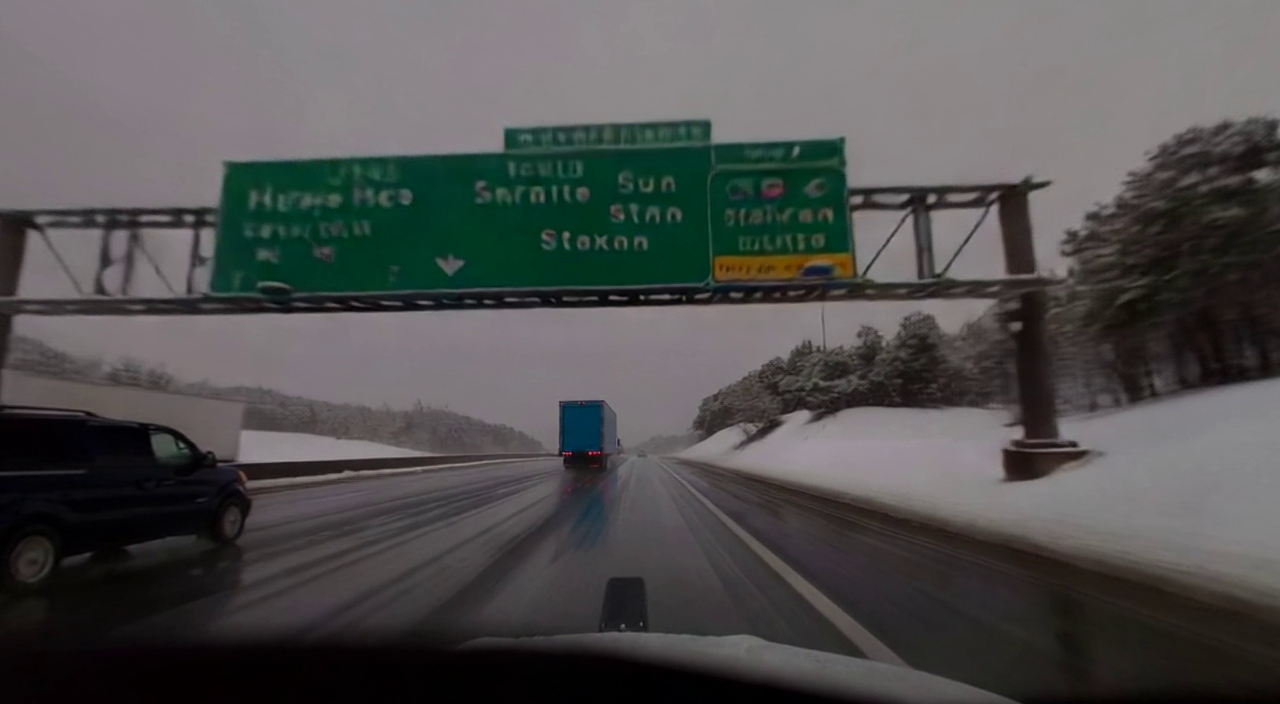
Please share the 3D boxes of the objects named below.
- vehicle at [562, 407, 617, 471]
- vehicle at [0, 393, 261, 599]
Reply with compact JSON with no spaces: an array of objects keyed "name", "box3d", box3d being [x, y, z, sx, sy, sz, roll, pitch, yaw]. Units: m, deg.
[{"name":"vehicle","box3d":[-3.496,6.656,47.902,2.893,4.073,15.281,0,-8,0]},{"name":"vehicle","box3d":[-6.914,1.491,6.949,2.175,1.860,5.236,0,-8,0]}]
